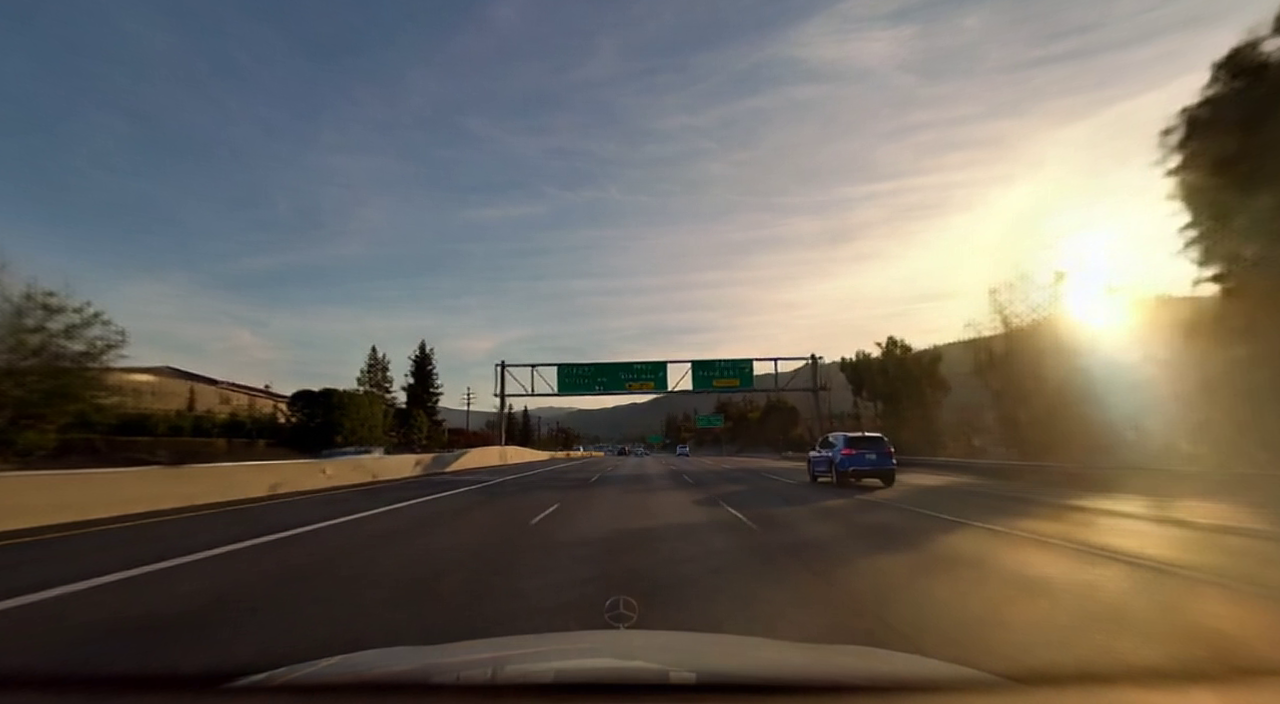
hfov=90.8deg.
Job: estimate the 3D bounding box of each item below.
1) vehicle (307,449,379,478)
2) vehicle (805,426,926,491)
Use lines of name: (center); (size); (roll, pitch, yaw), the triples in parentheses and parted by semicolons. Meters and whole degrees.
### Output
vehicle: (-17.638, 6.614, 37.754); (1.976, 1.606, 4.626); (0, -9, 0)
vehicle: (7.294, 3.511, 21.079); (2.222, 1.899, 4.595); (0, -9, -1)
